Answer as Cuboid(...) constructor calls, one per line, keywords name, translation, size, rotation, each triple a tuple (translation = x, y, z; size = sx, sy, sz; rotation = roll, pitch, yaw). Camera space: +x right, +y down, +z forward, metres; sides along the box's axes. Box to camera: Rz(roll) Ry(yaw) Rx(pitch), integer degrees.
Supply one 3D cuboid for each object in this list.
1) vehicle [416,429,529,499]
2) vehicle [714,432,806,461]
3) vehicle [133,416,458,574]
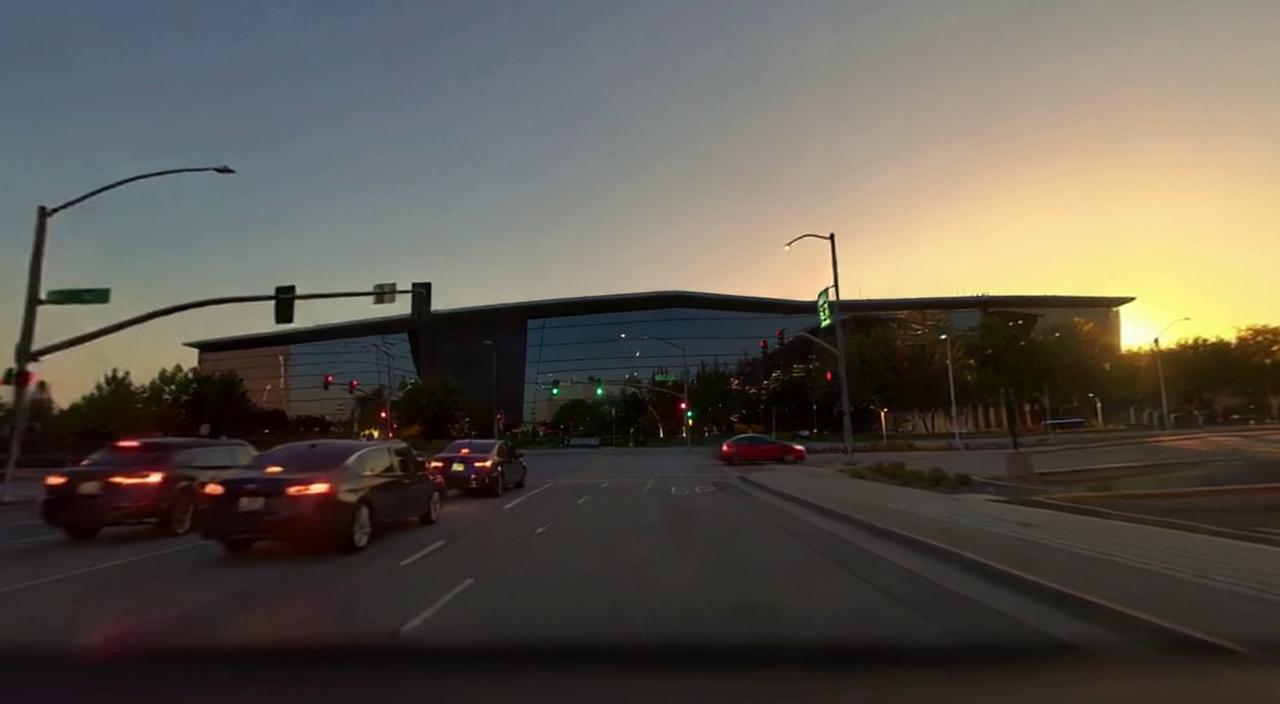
Cuboid(name="vehicle", translation=(-4.637, 3.178, 18.182), size=(1.971, 1.740, 4.654), rotation=(0, -9, 0))
Cuboid(name="vehicle", translation=(6.615, 5.279, 35.045), size=(4.767, 1.524, 1.929), rotation=(0, -9, 0))
Cuboid(name="vehicle", translation=(-4.242, 1.829, 8.784), size=(2.043, 1.636, 4.320), rotation=(0, -9, 0))
